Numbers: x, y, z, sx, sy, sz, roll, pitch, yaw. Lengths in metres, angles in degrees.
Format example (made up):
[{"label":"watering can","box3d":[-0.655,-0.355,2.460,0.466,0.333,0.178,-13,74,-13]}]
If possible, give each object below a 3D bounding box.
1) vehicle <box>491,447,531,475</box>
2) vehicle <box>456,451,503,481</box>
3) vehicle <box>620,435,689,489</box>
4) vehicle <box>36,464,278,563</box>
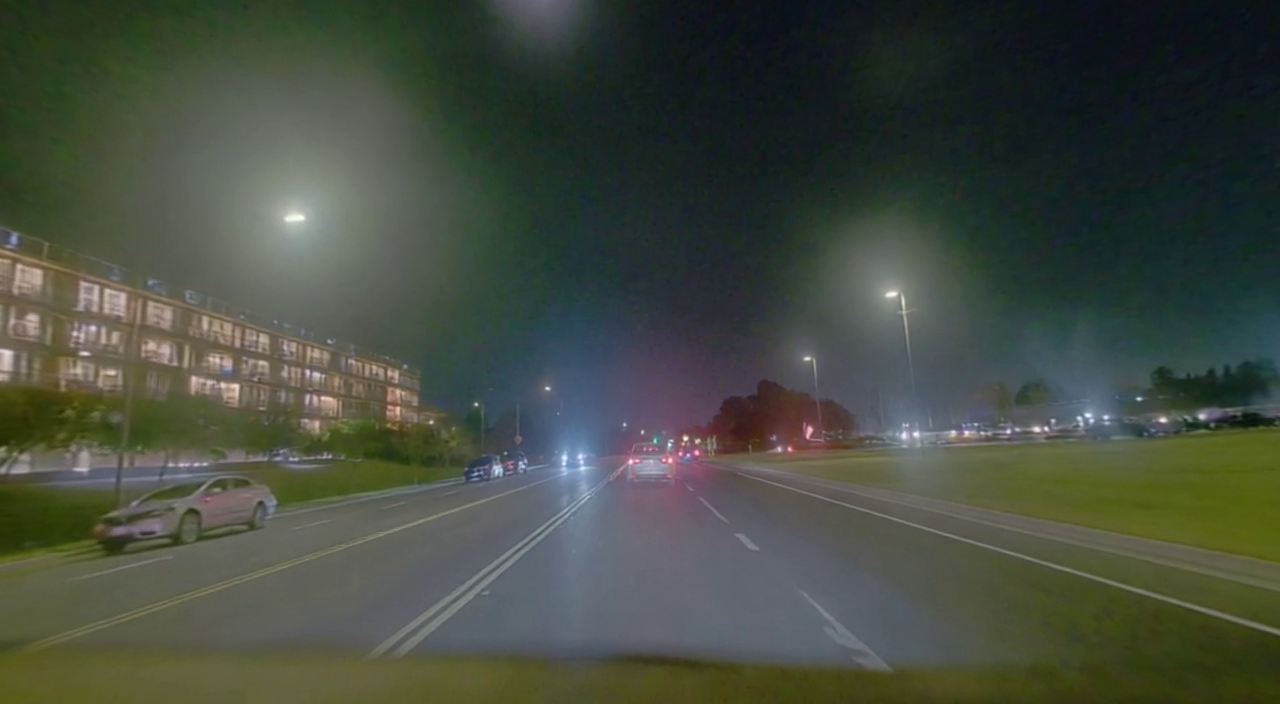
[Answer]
[{"label":"vehicle","box3d":[-9.963,8.440,48.987,2.032,1.833,4.465,-4,-8,1]},{"label":"vehicle","box3d":[-10.087,7.173,39.866,1.932,1.607,4.191,-4,-8,-2]},{"label":"vehicle","box3d":[0.421,3.686,21.385,2.132,1.632,3.838,-1,-8,-1]},{"label":"vehicle","box3d":[-10.440,3.451,14.149,1.955,1.467,4.467,-7,-9,0]}]
